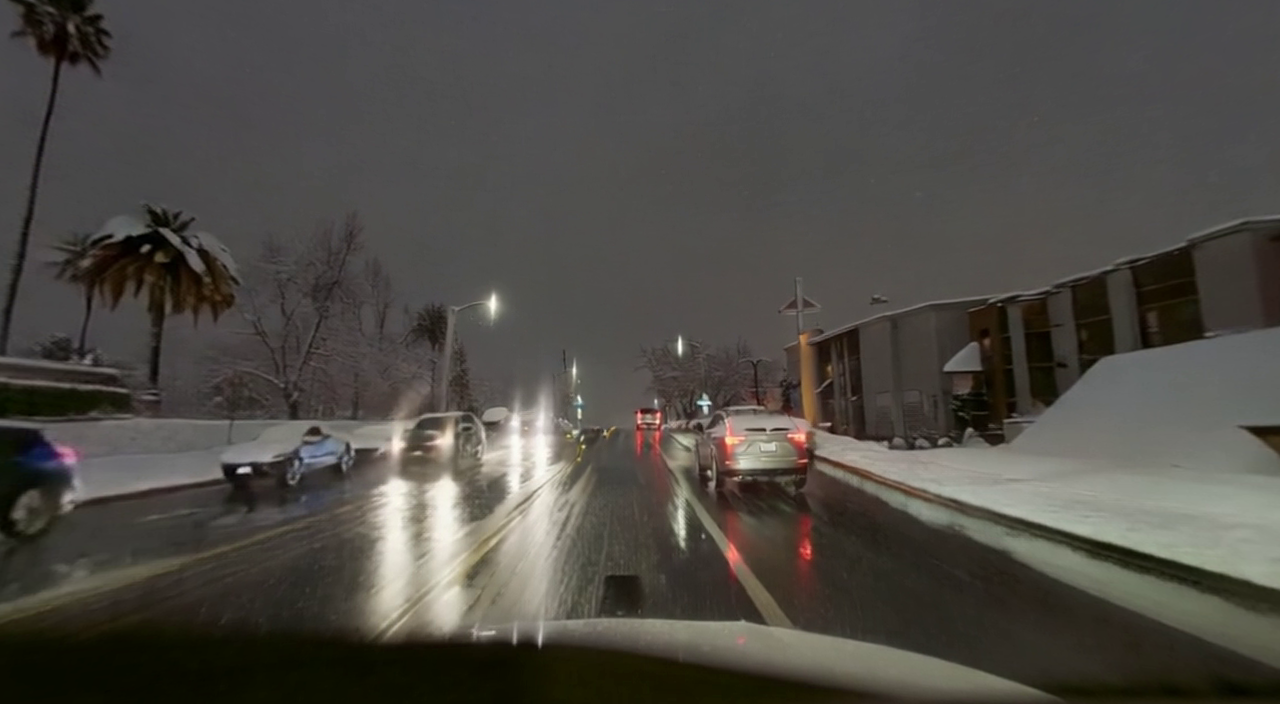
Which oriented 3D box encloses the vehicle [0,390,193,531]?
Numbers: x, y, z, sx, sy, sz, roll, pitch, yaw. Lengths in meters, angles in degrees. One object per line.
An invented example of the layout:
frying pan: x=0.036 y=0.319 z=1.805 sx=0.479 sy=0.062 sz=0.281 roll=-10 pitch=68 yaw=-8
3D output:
vehicle: x=-8.652 y=1.363 z=7.948 sx=2.076 sy=1.650 sz=5.432 roll=0 pitch=-9 yaw=0

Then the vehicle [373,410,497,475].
vehicle: x=-5.883 y=2.699 z=18.816 sx=2.171 sy=1.676 sz=4.523 roll=0 pitch=-9 yaw=0

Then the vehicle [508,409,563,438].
vehicle: x=-5.819 y=4.102 z=35.712 sx=2.153 sy=1.469 sz=4.939 roll=0 pitch=-9 yaw=1

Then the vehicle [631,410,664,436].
vehicle: x=0.595 y=5.046 z=44.698 sx=2.196 sy=1.655 sz=3.939 roll=-1 pitch=-9 yaw=2

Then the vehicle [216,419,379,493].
vehicle: x=-9.158 y=2.827 z=17.440 sx=2.017 sy=1.754 sz=4.428 roll=0 pitch=-9 yaw=-1

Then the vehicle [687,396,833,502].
vehicle: x=2.293 y=2.045 z=13.404 sx=1.995 sy=1.858 sz=4.333 roll=0 pitch=-9 yaw=-3
